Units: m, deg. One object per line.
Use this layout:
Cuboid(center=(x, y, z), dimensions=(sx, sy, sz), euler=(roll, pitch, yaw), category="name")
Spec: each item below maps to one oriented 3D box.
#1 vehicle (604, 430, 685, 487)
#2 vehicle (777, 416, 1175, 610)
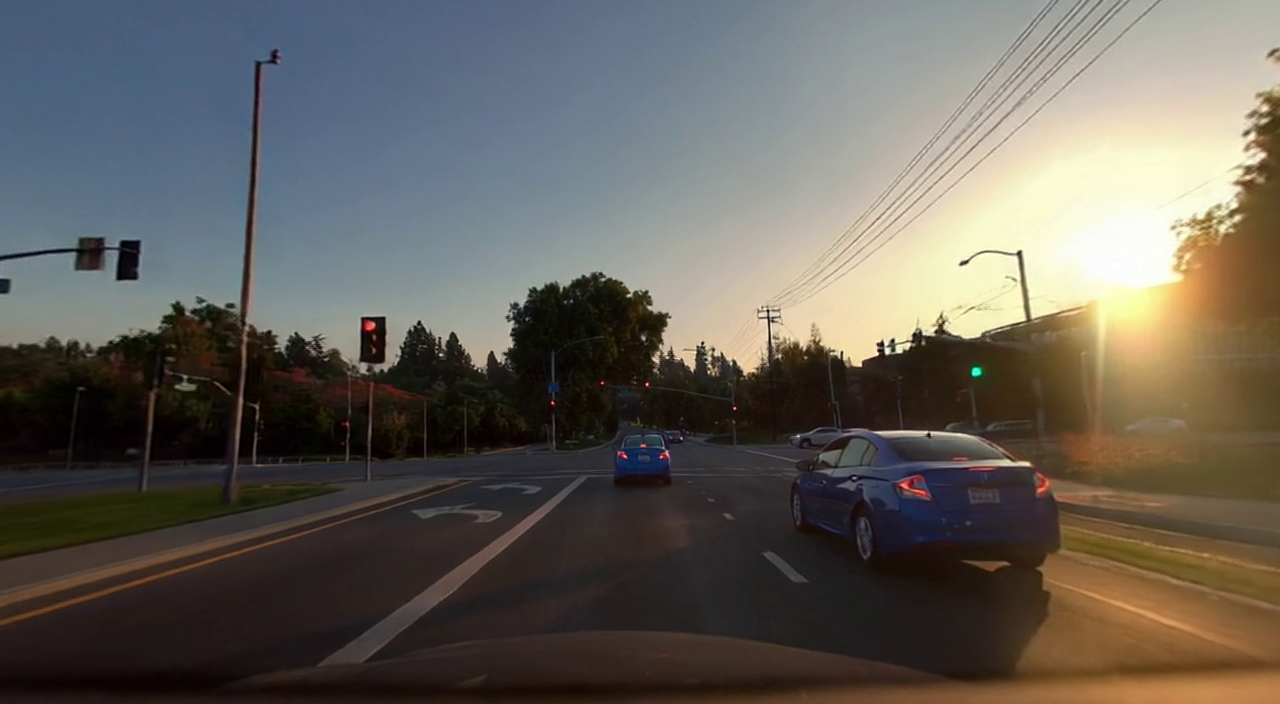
Cuboid(center=(0.128, 3.057, 18.412), dimensions=(2.110, 1.466, 3.860), euler=(0, -8, 0), category="vehicle")
Cuboid(center=(3.008, 1.533, 6.956), dimensions=(2.004, 1.448, 4.263), euler=(0, -8, 0), category="vehicle")
